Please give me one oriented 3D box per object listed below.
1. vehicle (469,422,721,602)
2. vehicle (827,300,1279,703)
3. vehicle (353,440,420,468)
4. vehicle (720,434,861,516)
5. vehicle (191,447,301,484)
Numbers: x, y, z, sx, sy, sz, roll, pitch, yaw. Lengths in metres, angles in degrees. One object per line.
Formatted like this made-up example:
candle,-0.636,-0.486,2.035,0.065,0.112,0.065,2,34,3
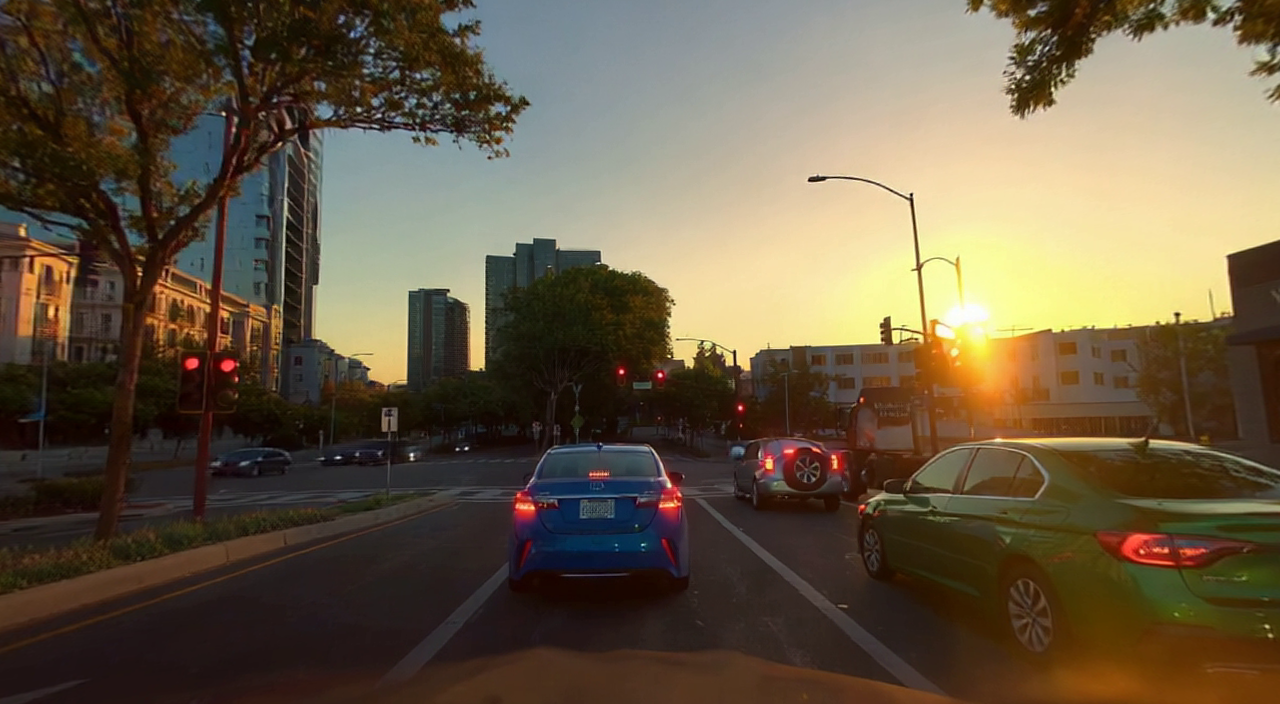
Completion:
vehicle,-0.407,1.653,7.396,2.143,1.520,3.848,0,-8,-1
vehicle,3.575,1.111,5.061,2.572,1.945,5.065,0,-8,0
vehicle,-17.971,7.255,45.166,2.308,1.903,5.813,0,-8,0
vehicle,3.161,2.674,14.329,2.026,1.549,4.559,0,-8,-1
vehicle,-18.200,5.239,29.526,2.130,1.550,4.618,0,-8,1
